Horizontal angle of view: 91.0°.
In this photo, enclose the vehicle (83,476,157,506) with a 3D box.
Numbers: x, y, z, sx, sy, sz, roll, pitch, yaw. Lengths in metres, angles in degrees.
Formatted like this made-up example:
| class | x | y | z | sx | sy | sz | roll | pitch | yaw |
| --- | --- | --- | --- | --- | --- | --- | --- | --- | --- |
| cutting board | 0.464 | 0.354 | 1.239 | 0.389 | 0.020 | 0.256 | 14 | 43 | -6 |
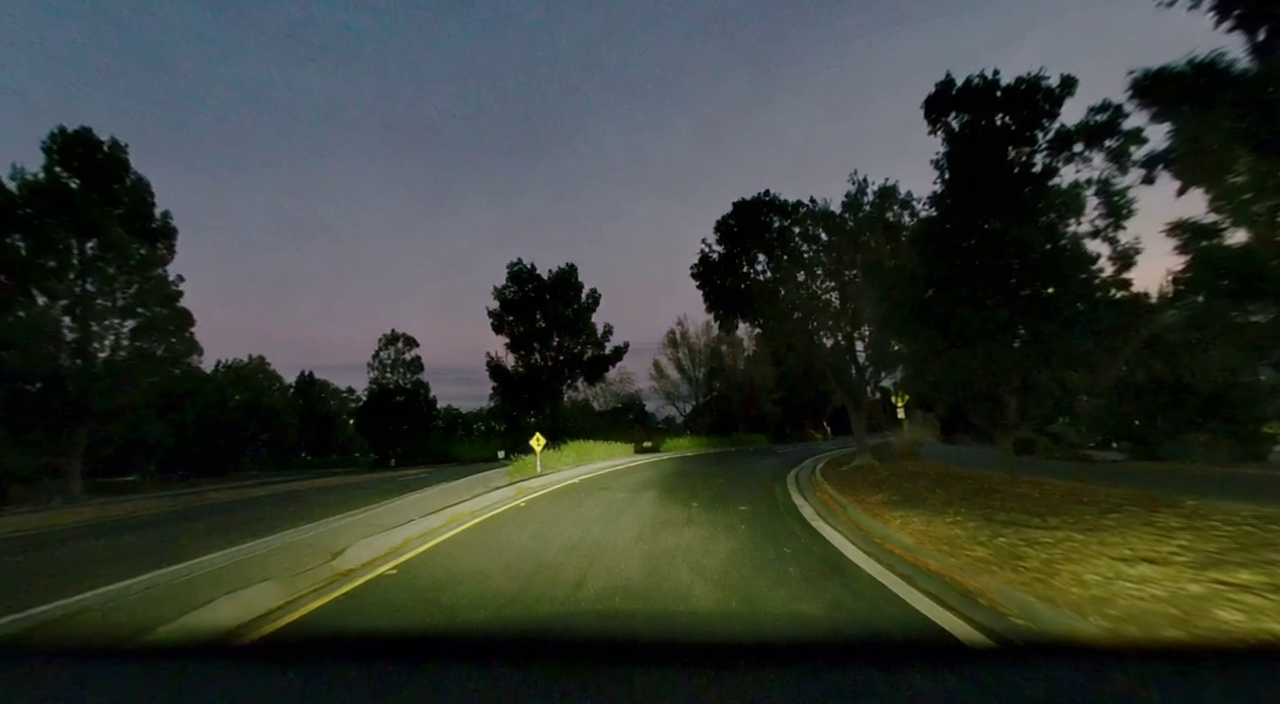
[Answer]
| class | x | y | z | sx | sy | sz | roll | pitch | yaw |
| --- | --- | --- | --- | --- | --- | --- | --- | --- | --- |
| vehicle | -36.310 | 9.675 | 44.085 | 1.978 | 1.724 | 4.458 | 1 | -9 | -11 |
